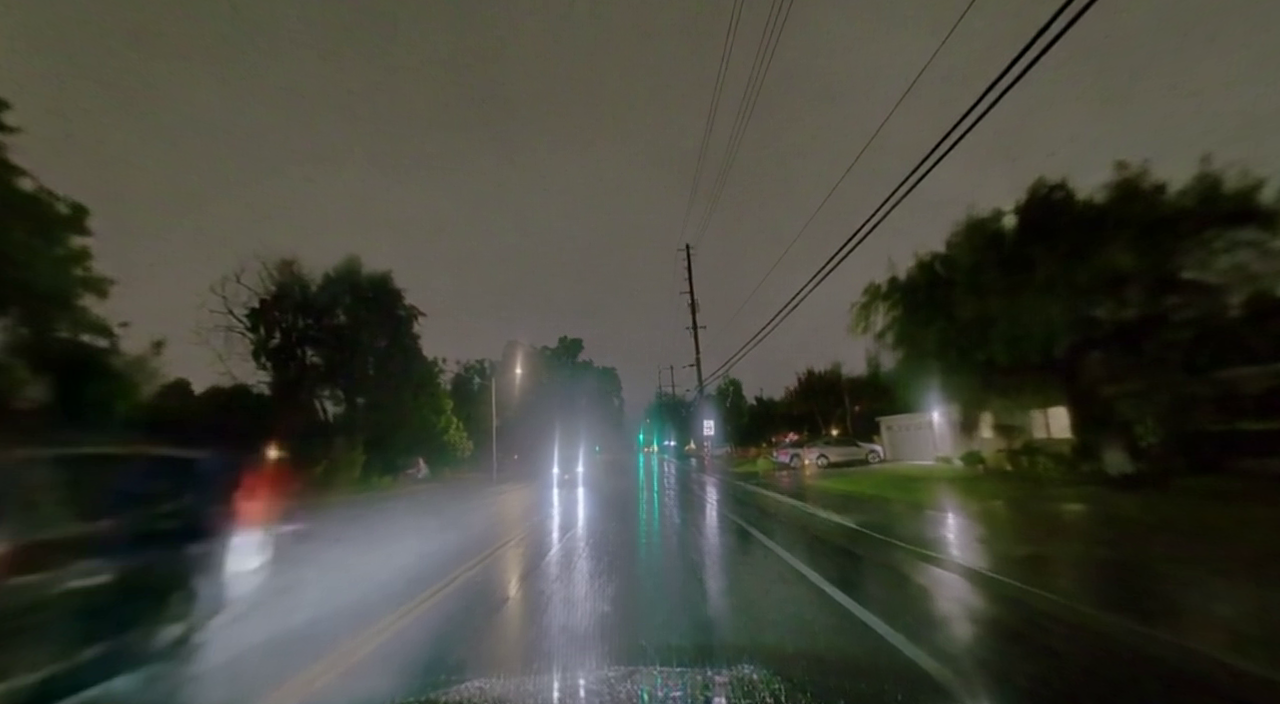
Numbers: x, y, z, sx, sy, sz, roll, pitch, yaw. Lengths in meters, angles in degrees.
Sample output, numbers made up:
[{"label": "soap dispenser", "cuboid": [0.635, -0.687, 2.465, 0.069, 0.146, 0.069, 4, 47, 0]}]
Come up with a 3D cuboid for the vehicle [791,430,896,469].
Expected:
[{"label": "vehicle", "cuboid": [10.401, 5.012, 32.510, 4.626, 1.731, 2.007, -3, -8, -1]}]

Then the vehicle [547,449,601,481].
[{"label": "vehicle", "cuboid": [-3.016, 5.248, 29.595, 1.968, 1.394, 3.890, 0, -9, 2]}]

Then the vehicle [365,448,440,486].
[{"label": "vehicle", "cuboid": [-13.080, 6.303, 35.033, 2.053, 1.906, 4.889, -1, -9, 3]}]

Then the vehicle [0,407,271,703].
[{"label": "vehicle", "cuboid": [-3.785, 0.987, 2.358, 2.102, 1.524, 4.387, -2, -9, 1]}]
